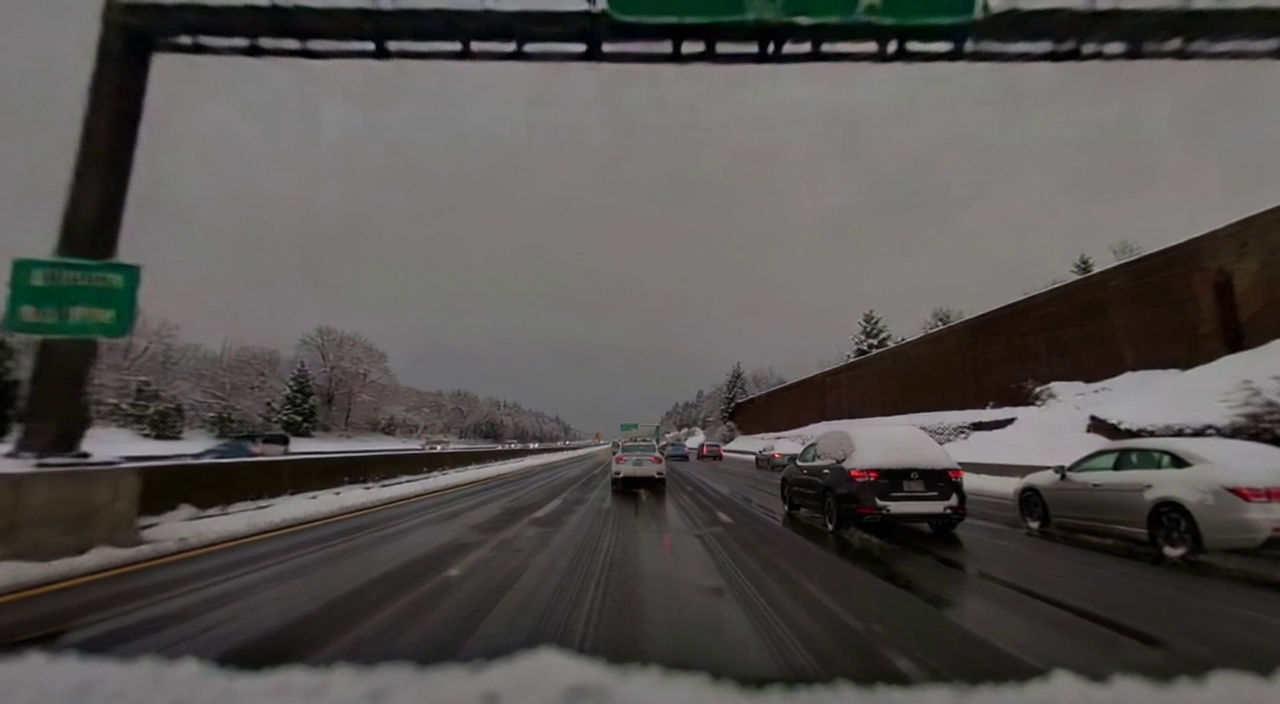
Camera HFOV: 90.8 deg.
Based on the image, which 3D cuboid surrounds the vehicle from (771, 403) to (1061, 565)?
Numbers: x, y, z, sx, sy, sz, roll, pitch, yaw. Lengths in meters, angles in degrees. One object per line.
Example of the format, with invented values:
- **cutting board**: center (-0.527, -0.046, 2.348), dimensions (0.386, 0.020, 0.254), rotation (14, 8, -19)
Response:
- **vehicle**: center (3.596, 1.829, 9.509), dimensions (2.162, 1.800, 4.693), rotation (0, -8, -1)

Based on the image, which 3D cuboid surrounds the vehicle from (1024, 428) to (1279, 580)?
- **vehicle**: center (7.186, 1.749, 7.971), dimensions (1.872, 1.469, 4.414), rotation (0, -8, 0)

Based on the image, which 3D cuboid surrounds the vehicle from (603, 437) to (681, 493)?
- **vehicle**: center (0.011, 3.338, 19.019), dimensions (2.098, 1.475, 3.997), rotation (0, -8, -1)

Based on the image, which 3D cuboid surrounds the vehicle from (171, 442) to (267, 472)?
- **vehicle**: center (-21.448, 5.339, 32.423), dimensions (1.992, 1.424, 4.365), rotation (0, -8, -1)

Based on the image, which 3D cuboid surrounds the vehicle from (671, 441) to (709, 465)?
- **vehicle**: center (3.302, 6.770, 42.509), dimensions (1.998, 1.490, 4.296), rotation (0, -8, -2)
